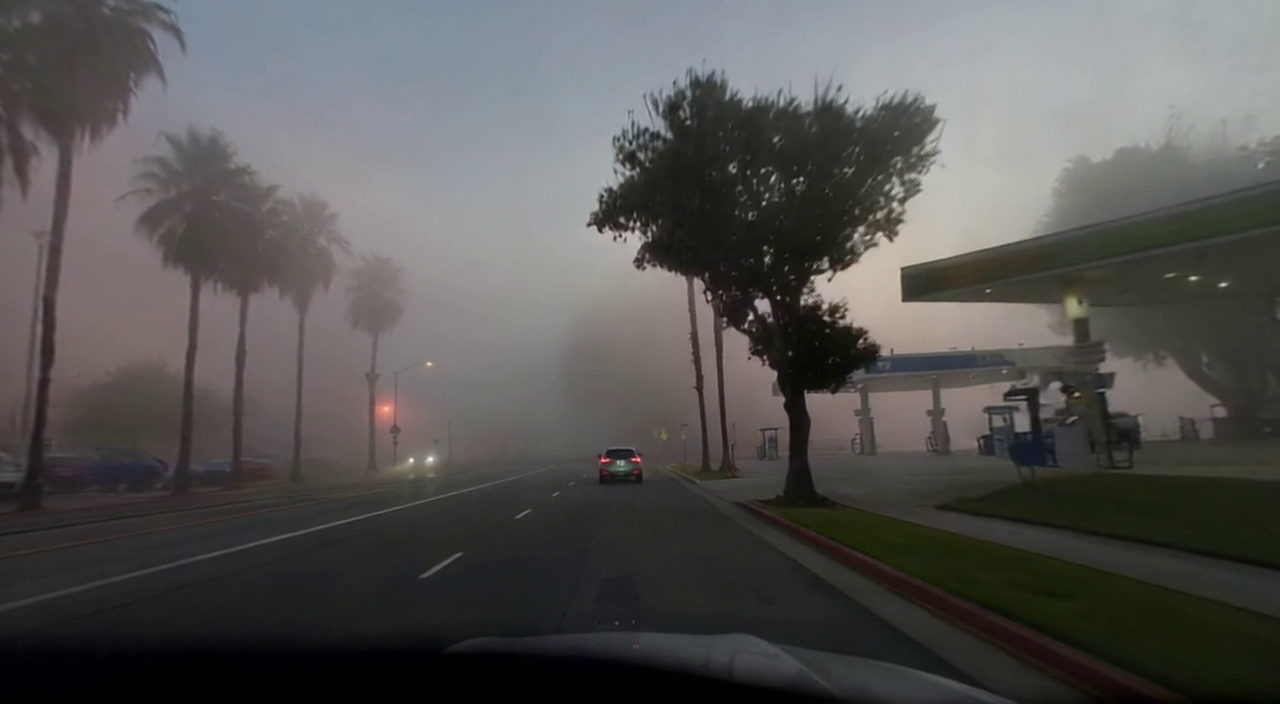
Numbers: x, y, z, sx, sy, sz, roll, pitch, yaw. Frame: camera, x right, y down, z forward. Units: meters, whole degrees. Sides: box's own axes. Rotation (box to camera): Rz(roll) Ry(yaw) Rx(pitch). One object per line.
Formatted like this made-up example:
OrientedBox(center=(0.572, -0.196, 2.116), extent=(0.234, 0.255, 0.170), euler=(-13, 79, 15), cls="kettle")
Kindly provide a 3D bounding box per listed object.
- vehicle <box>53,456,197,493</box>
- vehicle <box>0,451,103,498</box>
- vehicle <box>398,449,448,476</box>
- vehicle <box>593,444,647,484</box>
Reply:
OrientedBox(center=(-23.498, 5.586, 28.974), extent=(4.601, 1.610, 2.178), euler=(0, -9, -2), cls="vehicle")
OrientedBox(center=(-23.321, 4.645, 23.742), extent=(4.636, 1.532, 1.891), euler=(-3, -7, 1), cls="vehicle")
OrientedBox(center=(-15.114, 7.714, 44.342), extent=(2.026, 1.722, 4.463), euler=(0, -8, -2), cls="vehicle")
OrientedBox(center=(-0.797, 4.624, 26.450), extent=(2.076, 1.486, 4.119), euler=(0, -8, -1), cls="vehicle")
